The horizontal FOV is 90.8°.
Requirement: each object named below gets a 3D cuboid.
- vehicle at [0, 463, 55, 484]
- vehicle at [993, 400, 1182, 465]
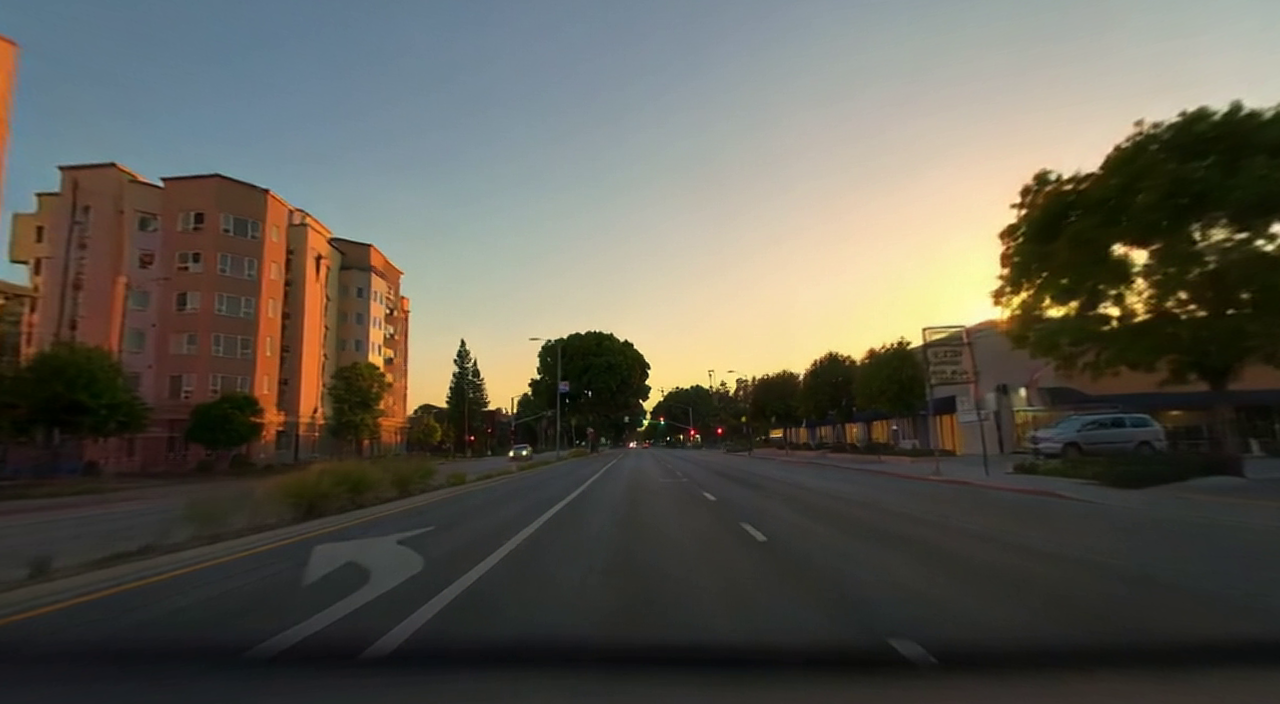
[{"bbox_3d":[-44.412,8.615,44.932,3.890,1.403,1.694,0,-9,2],"label":"vehicle"},{"bbox_3d":[19.651,3.579,28.005,6.543,2.736,2.324,0,-9,-2],"label":"vehicle"}]
